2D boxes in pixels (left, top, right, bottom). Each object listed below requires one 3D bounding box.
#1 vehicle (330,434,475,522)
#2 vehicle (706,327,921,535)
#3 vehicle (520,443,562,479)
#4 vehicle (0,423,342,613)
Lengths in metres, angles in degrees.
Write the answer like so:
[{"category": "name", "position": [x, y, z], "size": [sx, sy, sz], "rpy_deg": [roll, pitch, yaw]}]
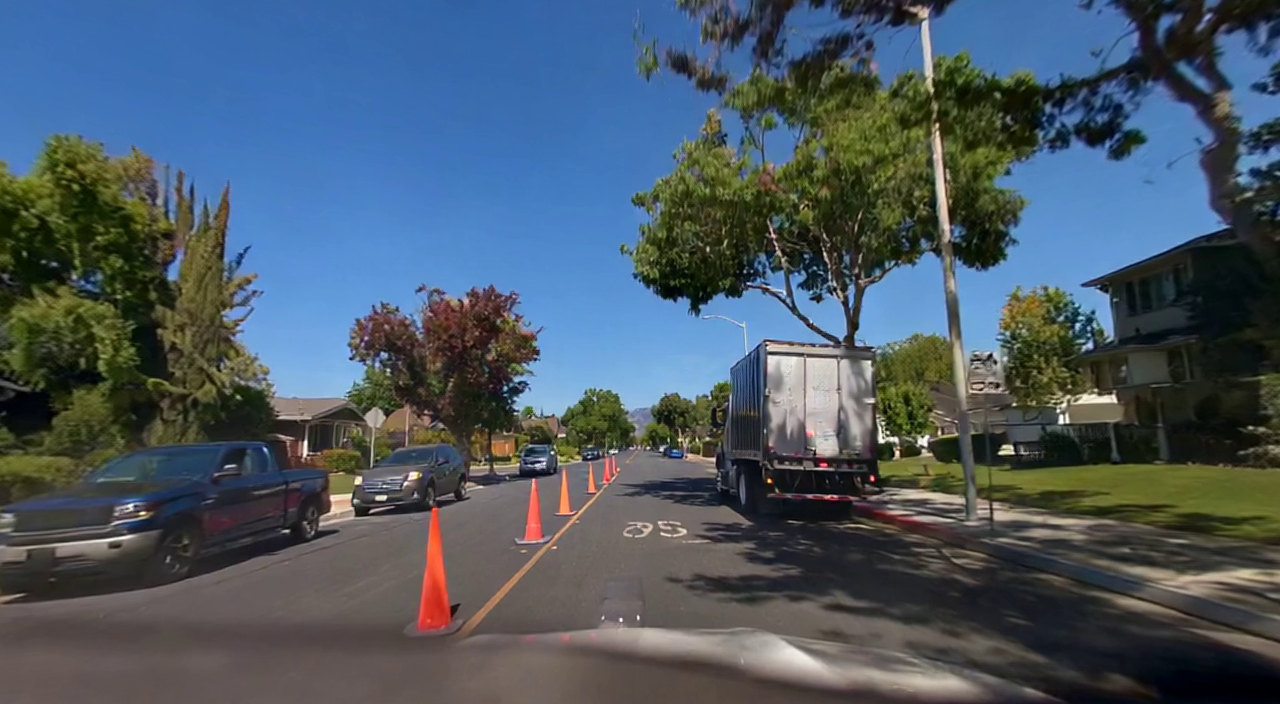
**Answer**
[{"category": "vehicle", "position": [-6.209, 3.293, 17.195], "size": [2.210, 1.849, 4.638], "rpy_deg": [-5, -8, -1]}, {"category": "vehicle", "position": [3.189, 1.760, 13.798], "size": [2.750, 3.440, 6.535], "rpy_deg": [0, -8, 0]}, {"category": "vehicle", "position": [-5.722, 6.323, 37.026], "size": [2.087, 1.835, 4.445], "rpy_deg": [-2, -7, -5]}, {"category": "vehicle", "position": [-6.493, 2.066, 8.860], "size": [2.312, 1.790, 5.067], "rpy_deg": [-4, -8, -2]}]
